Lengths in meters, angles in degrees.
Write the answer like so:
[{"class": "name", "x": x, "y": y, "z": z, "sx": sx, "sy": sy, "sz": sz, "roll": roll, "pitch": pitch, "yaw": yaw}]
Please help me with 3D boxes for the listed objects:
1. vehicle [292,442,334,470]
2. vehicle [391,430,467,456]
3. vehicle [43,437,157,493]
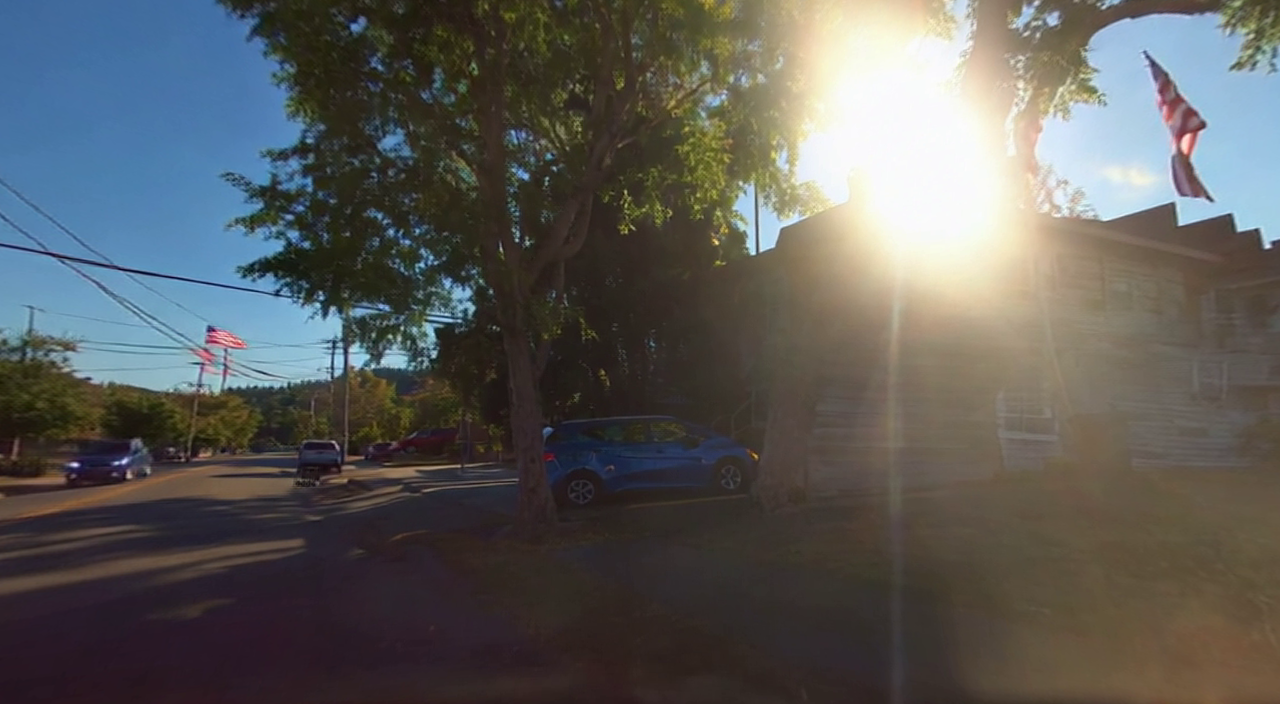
[{"class": "vehicle", "x": -18.668, "y": 5.888, "z": 36.029, "sx": 1.941, "sy": 1.460, "sz": 4.206, "roll": 4, "pitch": -10, "yaw": -28}, {"class": "vehicle", "x": -14.791, "y": 6.376, "z": 44.374, "sx": 4.767, "sy": 1.735, "sz": 1.920, "roll": 4, "pitch": -10, "yaw": -28}, {"class": "vehicle", "x": -19.505, "y": 4.061, "z": 23.085, "sx": 2.086, "sy": 1.798, "sz": 4.511, "roll": 4, "pitch": -10, "yaw": -27}]
